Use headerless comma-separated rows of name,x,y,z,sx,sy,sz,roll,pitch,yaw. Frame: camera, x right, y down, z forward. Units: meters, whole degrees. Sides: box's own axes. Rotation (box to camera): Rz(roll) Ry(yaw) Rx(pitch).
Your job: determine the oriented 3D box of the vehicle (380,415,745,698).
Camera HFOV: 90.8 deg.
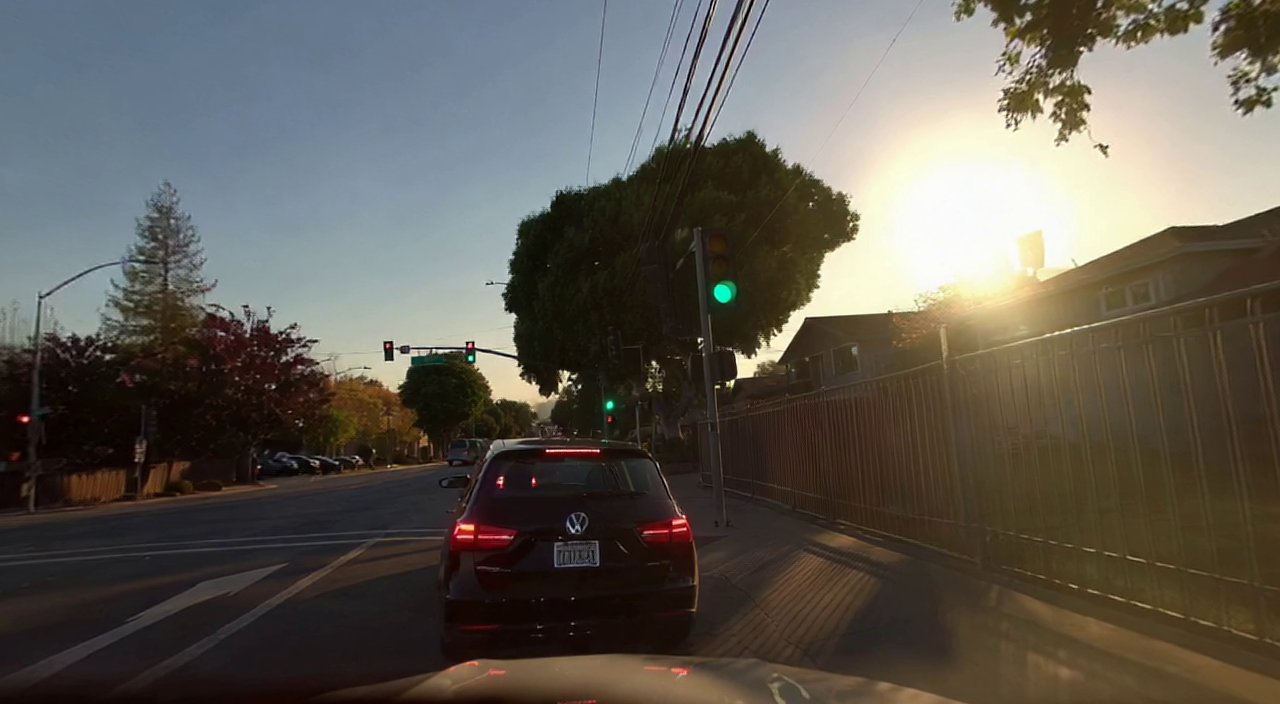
vehicle,-0.680,1.393,5.444,2.024,1.502,3.702,1,-9,-9
